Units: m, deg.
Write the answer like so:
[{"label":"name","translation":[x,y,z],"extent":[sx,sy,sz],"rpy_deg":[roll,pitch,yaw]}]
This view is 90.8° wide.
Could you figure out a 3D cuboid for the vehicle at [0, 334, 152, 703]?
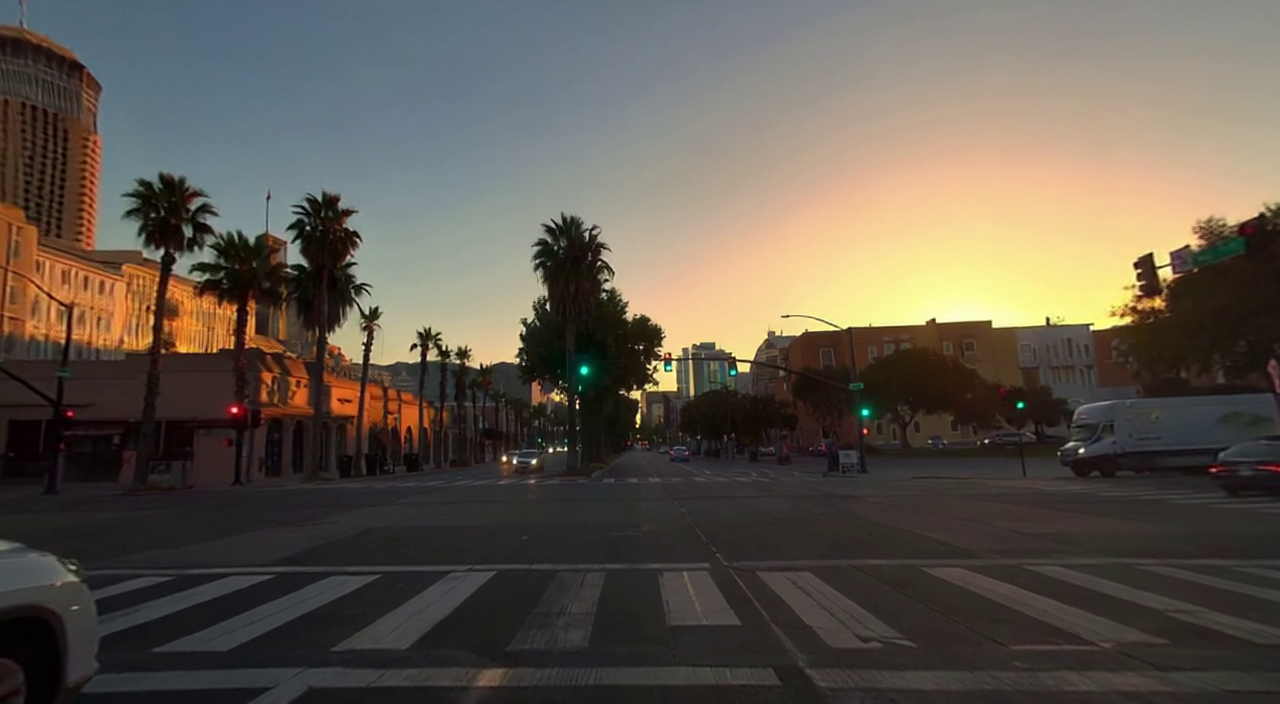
[{"label":"vehicle","translation":[-3.364,0.535,0.615],"extent":[2.026,1.723,4.832],"rpy_deg":[0,-9,-2]}]

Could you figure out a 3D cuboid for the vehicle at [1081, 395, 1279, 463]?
[{"label":"vehicle","translation":[32.583,4.852,39.008],"extent":[2.863,3.609,10.252],"rpy_deg":[0,-8,-3]}]
